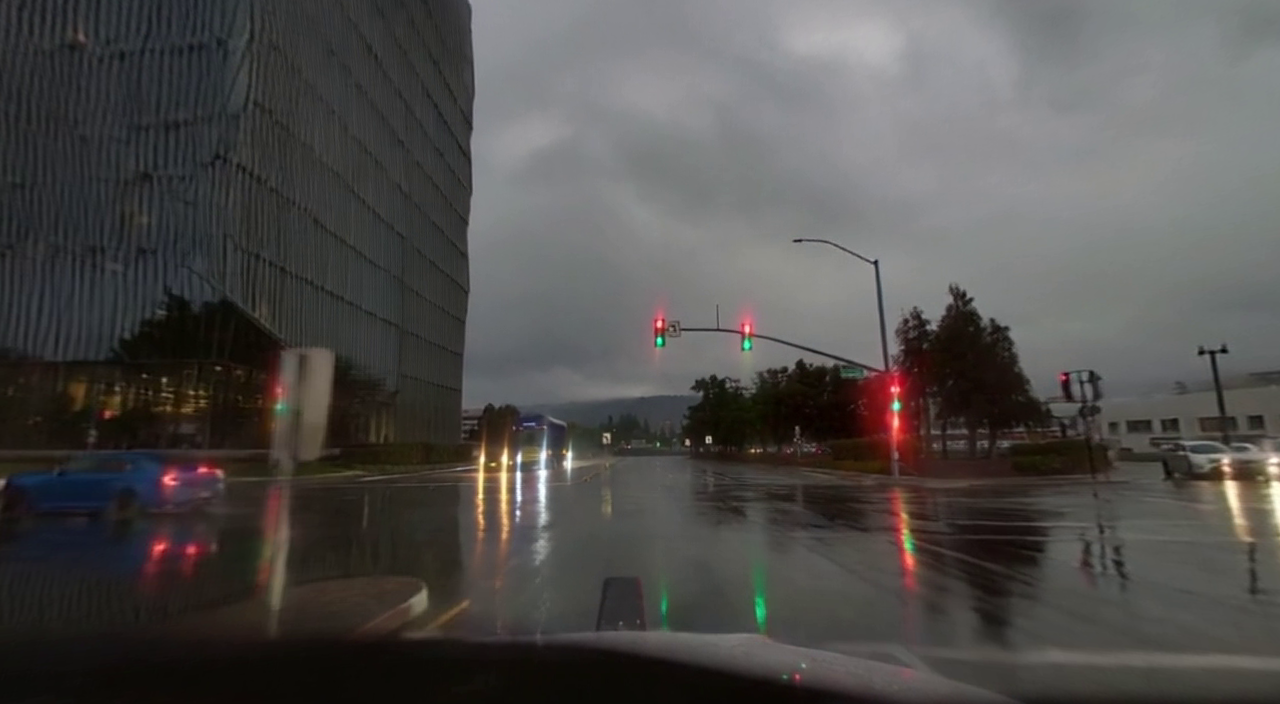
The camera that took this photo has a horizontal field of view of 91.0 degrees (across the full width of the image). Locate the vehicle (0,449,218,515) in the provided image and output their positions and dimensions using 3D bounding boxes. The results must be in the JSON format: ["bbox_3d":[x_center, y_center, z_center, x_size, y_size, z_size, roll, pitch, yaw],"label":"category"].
[{"bbox_3d":[-13.630,3.279,16.237,4.197,1.525,2.014,-1,-9,10],"label":"vehicle"}]

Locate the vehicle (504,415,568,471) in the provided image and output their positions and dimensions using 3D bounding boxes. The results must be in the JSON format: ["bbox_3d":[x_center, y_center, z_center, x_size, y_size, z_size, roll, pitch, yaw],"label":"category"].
[{"bbox_3d":[-7.920,7.198,49.652,3.109,3.888,11.000,0,-9,0],"label":"vehicle"}]

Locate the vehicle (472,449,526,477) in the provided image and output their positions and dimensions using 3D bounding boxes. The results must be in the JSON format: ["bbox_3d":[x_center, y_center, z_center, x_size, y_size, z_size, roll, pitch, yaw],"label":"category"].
[{"bbox_3d":[-8.432,6.664,37.979,2.113,1.535,4.504,0,-9,1],"label":"vehicle"}]

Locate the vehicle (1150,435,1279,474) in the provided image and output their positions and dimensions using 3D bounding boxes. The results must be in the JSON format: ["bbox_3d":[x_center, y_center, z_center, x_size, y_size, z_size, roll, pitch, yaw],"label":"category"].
[{"bbox_3d":[24.290,4.281,26.504,2.021,1.484,4.454,0,-9,2],"label":"vehicle"}]
